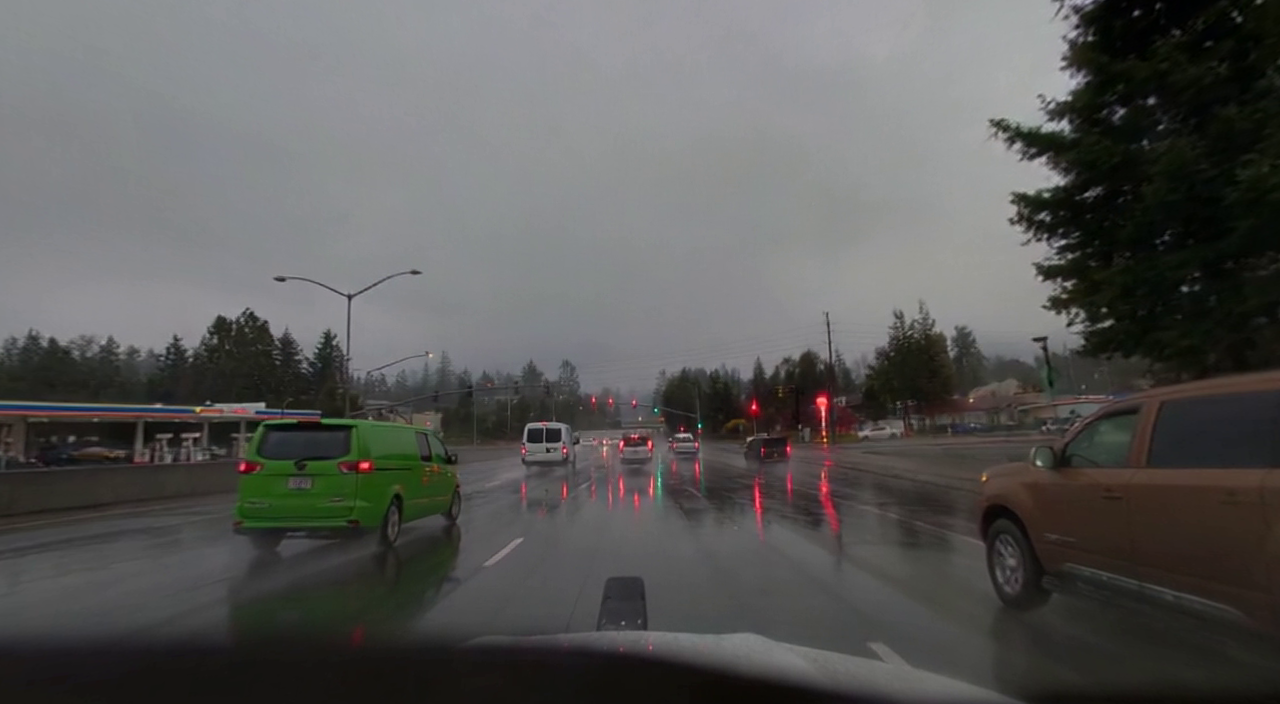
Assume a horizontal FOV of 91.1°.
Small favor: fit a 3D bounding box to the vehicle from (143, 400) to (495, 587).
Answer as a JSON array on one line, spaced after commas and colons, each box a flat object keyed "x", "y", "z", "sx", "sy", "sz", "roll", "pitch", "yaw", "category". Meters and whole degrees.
[{"x": -3.632, "y": 1.713, "z": 8.563, "sx": 2.002, "sy": 1.747, "sz": 5.173, "roll": 0, "pitch": -8, "yaw": 1, "category": "vehicle"}]

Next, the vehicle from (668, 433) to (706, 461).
[{"x": 3.255, "y": 6.721, "z": 44.411, "sx": 2.193, "sy": 1.795, "sz": 5.130, "roll": 0, "pitch": -8, "yaw": -1, "category": "vehicle"}]

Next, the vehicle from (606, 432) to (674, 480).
[{"x": 0.008, "y": 4.152, "z": 25.318, "sx": 2.426, "sy": 1.703, "sz": 5.602, "roll": 0, "pitch": -8, "yaw": 0, "category": "vehicle"}]

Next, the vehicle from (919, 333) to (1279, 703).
[{"x": 3.654, "y": 0.972, "z": 3.526, "sx": 2.055, "sy": 1.786, "sz": 4.817, "roll": 0, "pitch": -8, "yaw": 2, "category": "vehicle"}]

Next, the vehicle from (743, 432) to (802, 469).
[{"x": 6.563, "y": 4.939, "z": 31.561, "sx": 2.119, "sy": 1.696, "sz": 4.623, "roll": 0, "pitch": -8, "yaw": 2, "category": "vehicle"}]

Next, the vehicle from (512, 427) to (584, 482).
[{"x": -3.498, "y": 4.004, "z": 24.820, "sx": 2.025, "sy": 1.936, "sz": 4.995, "roll": 0, "pitch": -8, "yaw": 1, "category": "vehicle"}]
